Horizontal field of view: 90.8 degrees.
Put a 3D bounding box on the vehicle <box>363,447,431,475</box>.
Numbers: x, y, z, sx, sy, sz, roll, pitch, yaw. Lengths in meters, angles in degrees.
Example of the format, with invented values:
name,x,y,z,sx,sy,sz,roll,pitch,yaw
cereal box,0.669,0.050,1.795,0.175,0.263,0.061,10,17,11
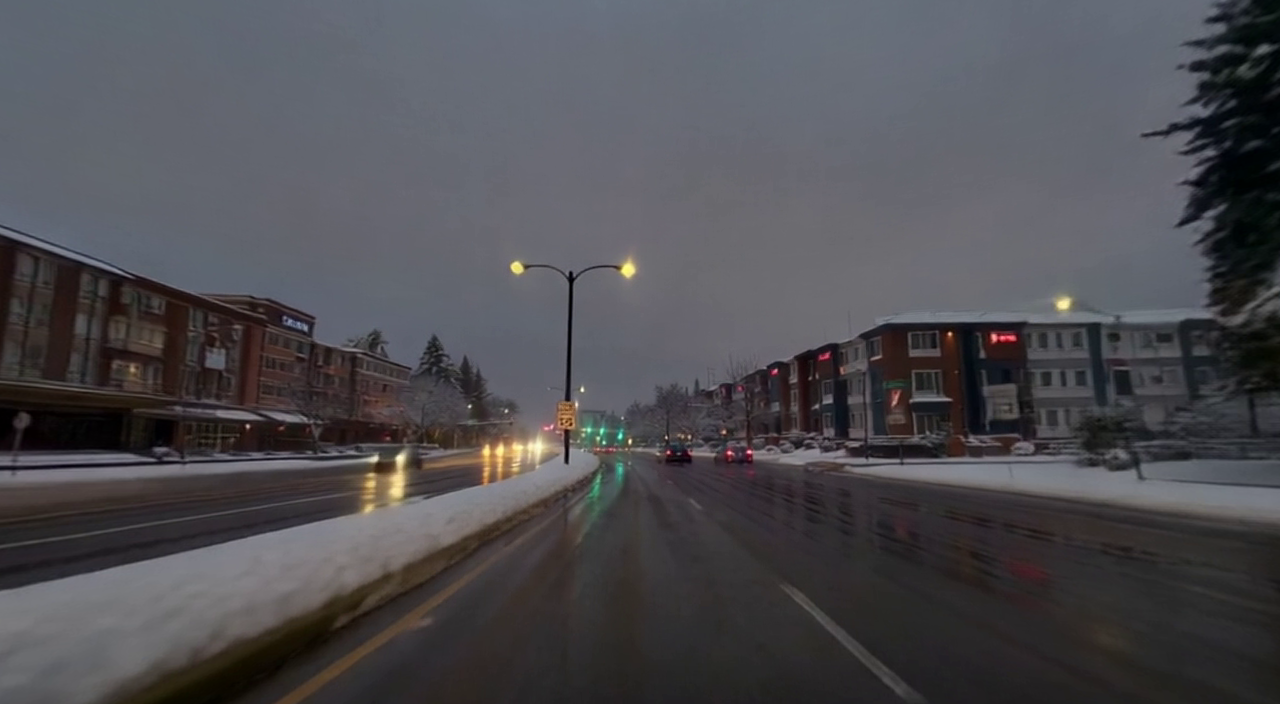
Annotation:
name,x,y,z,sx,sy,sz,roll,pitch,yaw
vehicle,-13.449,6.041,35.267,1.946,1.441,4.661,0,-9,0

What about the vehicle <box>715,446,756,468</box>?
name,x,y,z,sx,sy,sz,roll,pitch,yaw
vehicle,6.432,7.115,43.085,1.932,1.439,4.159,0,-9,-3

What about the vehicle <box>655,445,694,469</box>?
name,x,y,z,sx,sy,sz,roll,pitch,yaw
vehicle,2.193,6.879,41.603,2.020,1.479,4.650,1,-9,-4
